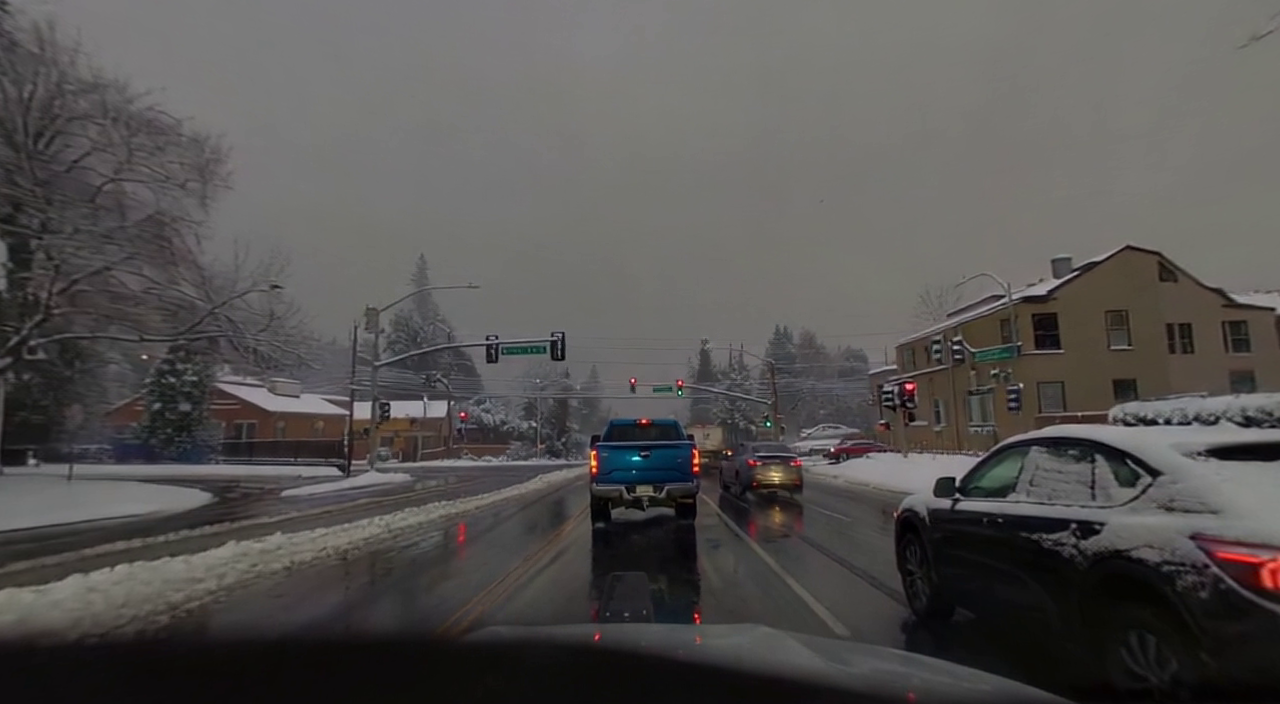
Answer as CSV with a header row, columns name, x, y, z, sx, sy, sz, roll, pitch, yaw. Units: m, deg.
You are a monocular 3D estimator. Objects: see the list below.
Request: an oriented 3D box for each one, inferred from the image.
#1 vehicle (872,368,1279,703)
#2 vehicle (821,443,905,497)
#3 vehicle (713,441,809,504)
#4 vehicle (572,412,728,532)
name,x,y,z,sx,sy,sz,roll,pitch,yaw
vehicle,3.280,1.064,3.288,2.155,1.667,5.162,0,-8,0
vehicle,8.176,4.319,23.595,2.080,1.805,4.490,-1,-9,8
vehicle,3.434,3.510,18.822,1.957,1.646,4.355,0,-8,0
vehicle,0.149,2.440,13.461,2.636,2.011,5.425,0,-8,0
